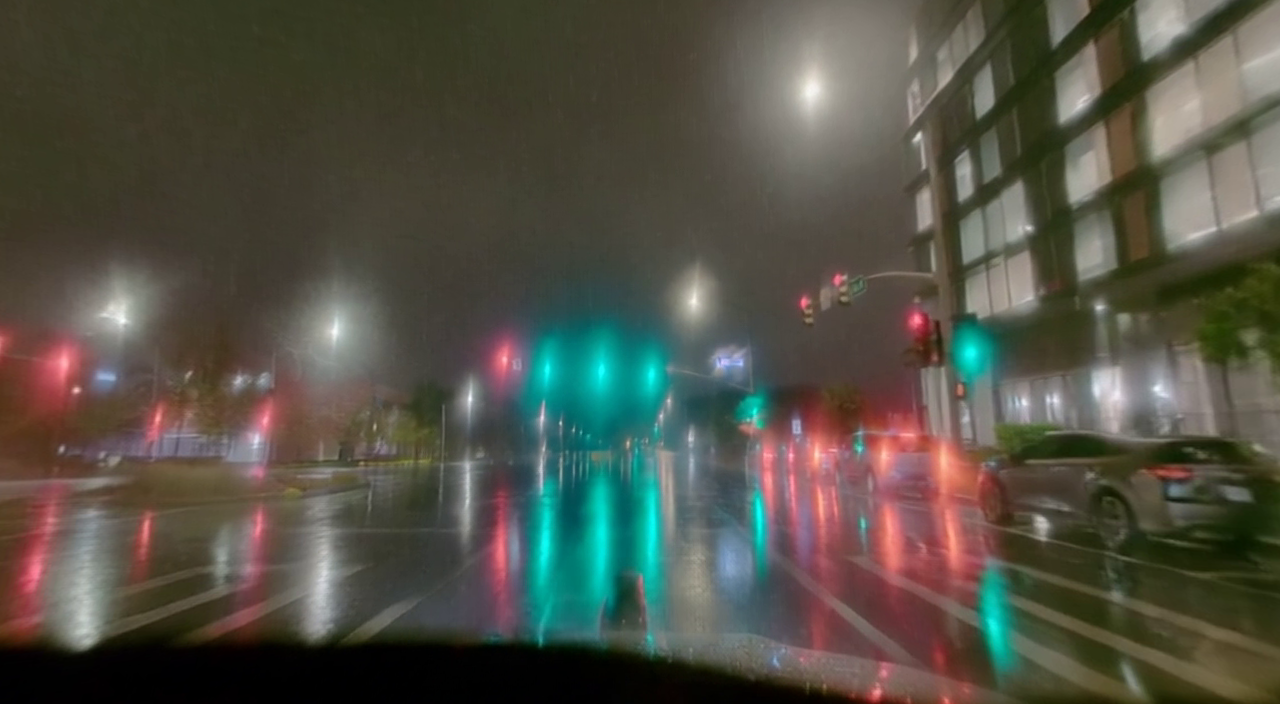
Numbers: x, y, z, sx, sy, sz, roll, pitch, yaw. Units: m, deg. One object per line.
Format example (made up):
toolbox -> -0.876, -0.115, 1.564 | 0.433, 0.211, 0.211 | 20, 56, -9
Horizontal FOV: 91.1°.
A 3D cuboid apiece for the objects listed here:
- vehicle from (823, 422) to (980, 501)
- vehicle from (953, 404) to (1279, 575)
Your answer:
vehicle -> 6.556, 2.806, 16.473 | 1.984, 1.751, 4.759 | 0, -9, -1
vehicle -> 6.501, 1.713, 8.588 | 1.973, 1.674, 4.635 | 0, -9, -1
